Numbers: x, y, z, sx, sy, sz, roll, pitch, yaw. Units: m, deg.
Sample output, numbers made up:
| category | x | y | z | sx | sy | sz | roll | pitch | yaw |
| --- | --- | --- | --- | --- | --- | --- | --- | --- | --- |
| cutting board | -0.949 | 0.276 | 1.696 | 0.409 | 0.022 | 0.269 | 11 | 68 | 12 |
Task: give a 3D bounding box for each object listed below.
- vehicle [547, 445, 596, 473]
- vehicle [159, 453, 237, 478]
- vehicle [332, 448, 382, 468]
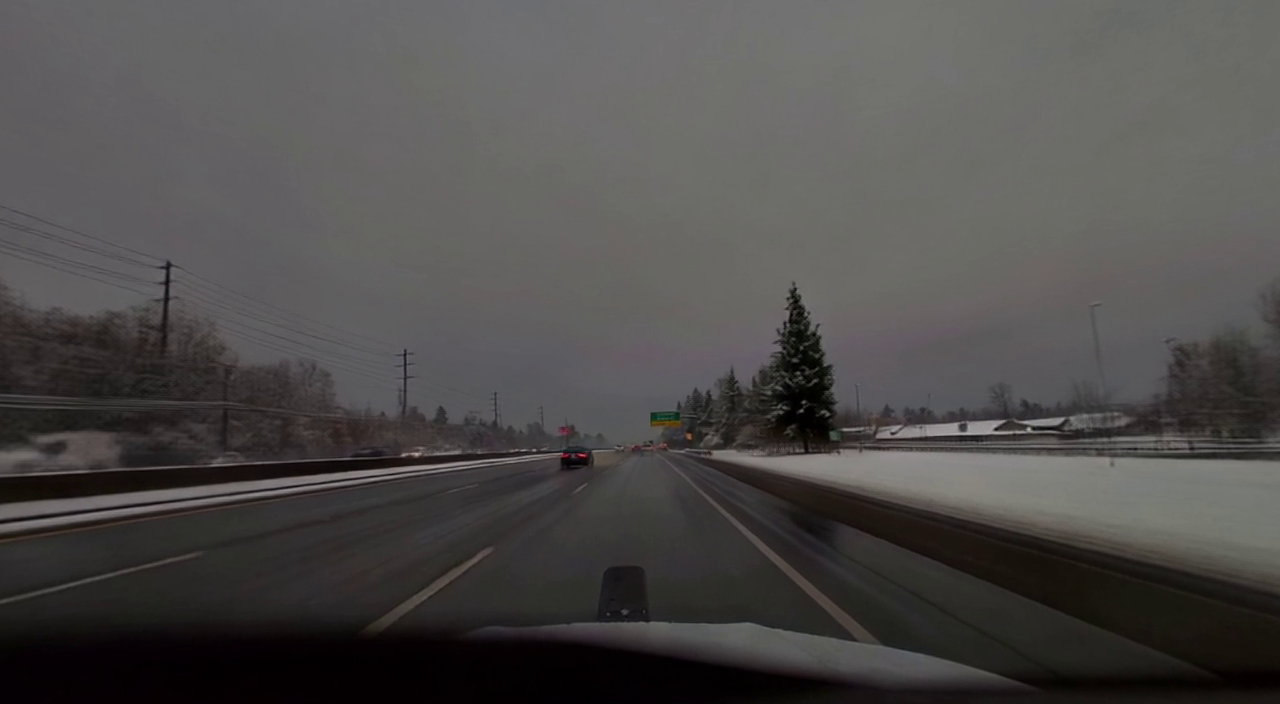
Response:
| category | x | y | z | sx | sy | sz | roll | pitch | yaw |
| --- | --- | --- | --- | --- | --- | --- | --- | --- | --- |
| vehicle | -3.566 | 5.683 | 33.611 | 2.048 | 1.368 | 4.613 | 0 | -9 | 1 |
| vehicle | -29.169 | 7.458 | 41.760 | 1.981 | 1.497 | 4.379 | 0 | -9 | 1 |
| vehicle | -21.734 | 8.145 | 48.567 | 1.784 | 1.482 | 4.400 | 0 | -9 | 1 |
